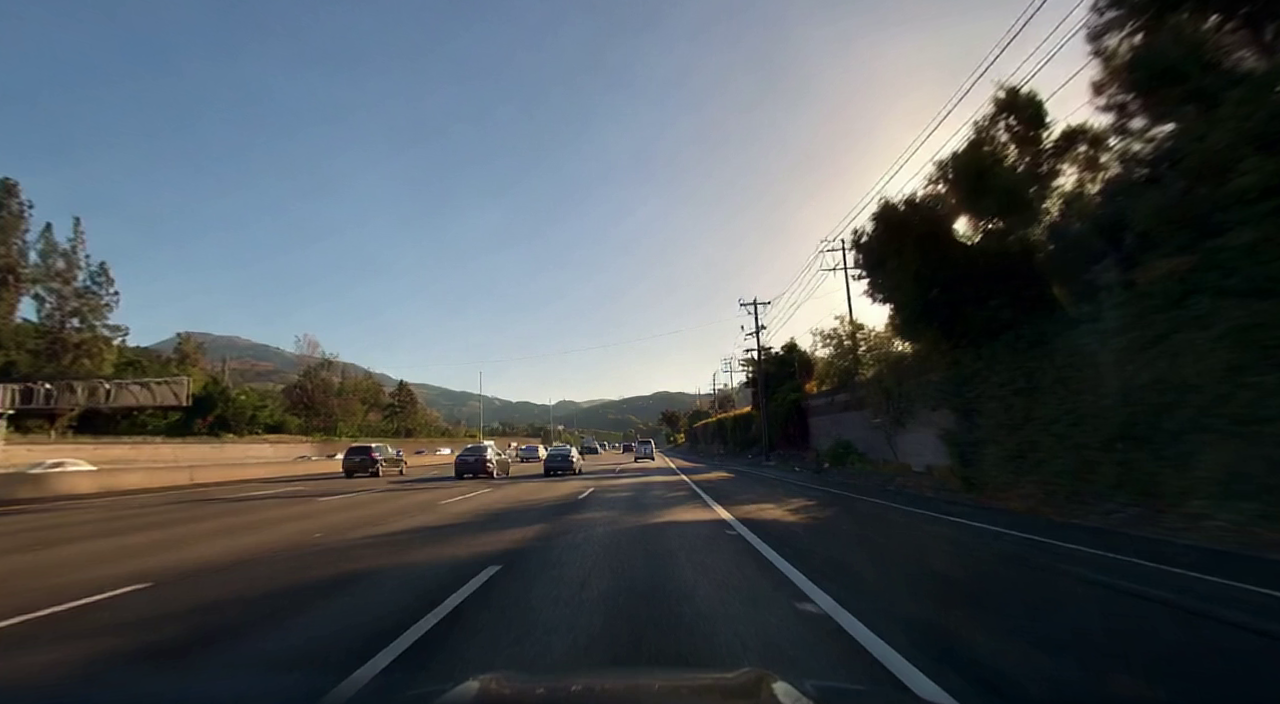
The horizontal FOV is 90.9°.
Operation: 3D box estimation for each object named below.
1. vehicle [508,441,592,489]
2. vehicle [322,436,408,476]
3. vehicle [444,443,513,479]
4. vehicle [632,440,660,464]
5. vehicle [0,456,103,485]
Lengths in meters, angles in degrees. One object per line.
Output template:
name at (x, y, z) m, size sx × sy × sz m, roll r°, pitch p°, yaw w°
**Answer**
vehicle at (-2.913, 3.800, 21.485) m, size 2.064 × 1.446 × 4.409 m, roll 0°, pitch -9°, yaw 2°
vehicle at (-14.259, 5.423, 33.088) m, size 2.172 × 1.946 × 5.017 m, roll 0°, pitch -9°, yaw 1°
vehicle at (-7.157, 4.846, 28.344) m, size 1.899 × 1.472 × 4.202 m, roll 0°, pitch -9°, yaw 1°
vehicle at (0.389, 7.546, 47.798) m, size 2.001 × 1.732 × 4.823 m, roll 0°, pitch -9°, yaw -1°
vehicle at (-31.676, 6.346, 34.059) m, size 1.760 × 1.424 × 4.051 m, roll 0°, pitch -9°, yaw 0°
